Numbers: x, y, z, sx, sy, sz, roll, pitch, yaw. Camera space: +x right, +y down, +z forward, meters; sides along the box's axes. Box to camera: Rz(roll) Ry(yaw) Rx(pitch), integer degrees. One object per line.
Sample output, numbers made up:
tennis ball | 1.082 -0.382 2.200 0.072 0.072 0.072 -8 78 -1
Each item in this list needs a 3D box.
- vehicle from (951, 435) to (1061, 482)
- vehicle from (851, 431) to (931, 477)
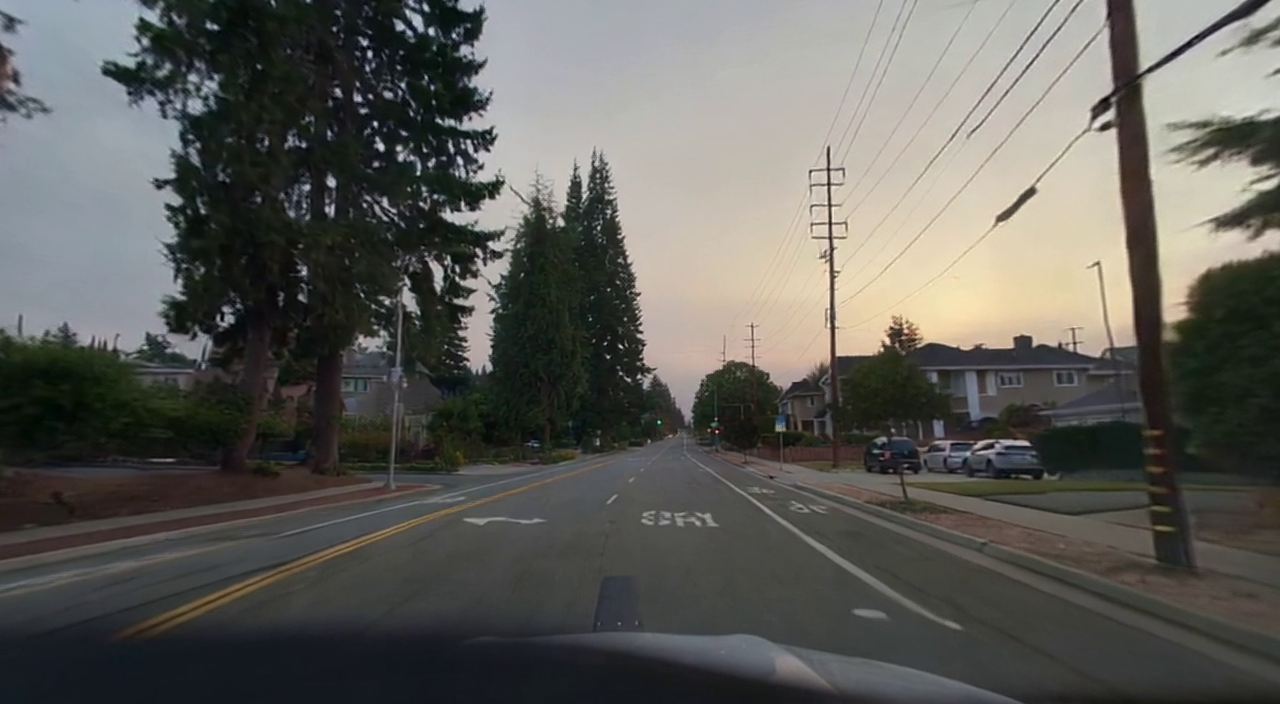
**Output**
vehicle | 14.677 4.280 25.573 1.935 1.683 4.669 0 -9 4
vehicle | 11.529 4.712 29.280 1.912 1.953 4.651 0 -9 2
